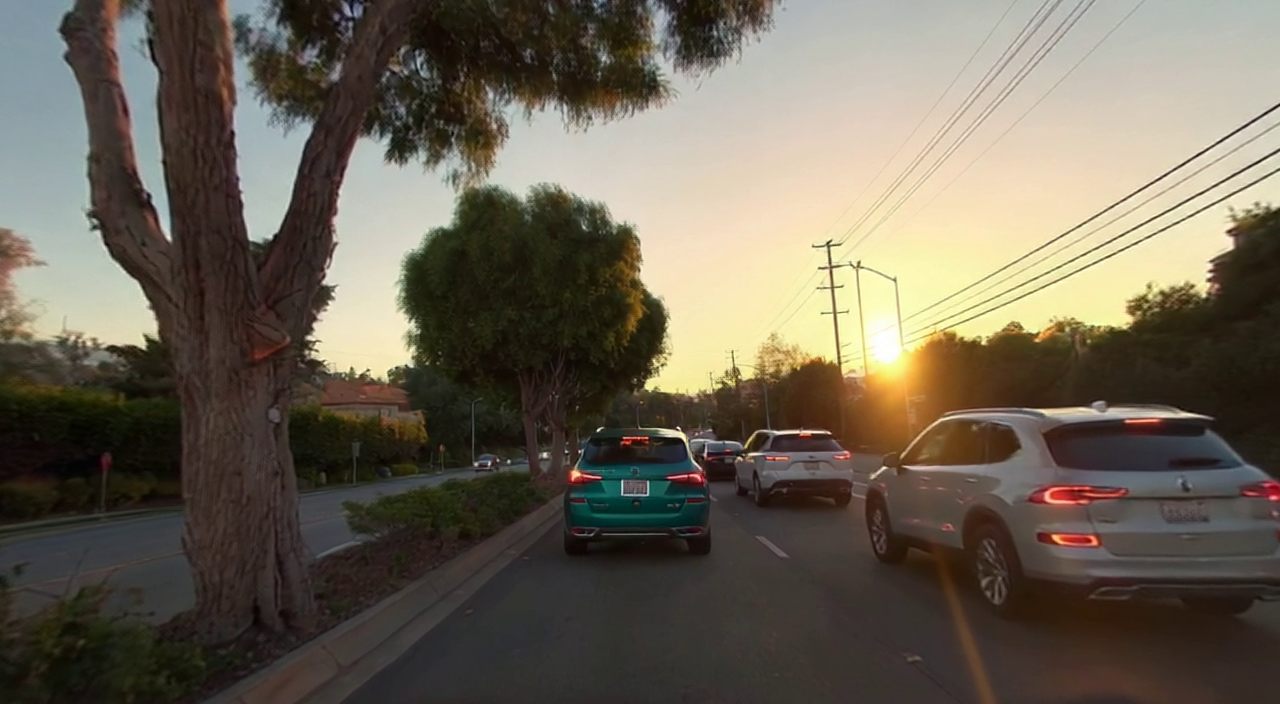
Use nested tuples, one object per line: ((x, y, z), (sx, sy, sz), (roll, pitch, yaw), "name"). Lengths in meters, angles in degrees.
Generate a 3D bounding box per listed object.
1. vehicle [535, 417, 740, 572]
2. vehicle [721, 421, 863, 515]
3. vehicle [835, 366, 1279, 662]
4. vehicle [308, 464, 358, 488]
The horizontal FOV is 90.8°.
((-0.069, 1.846, 8.987), (2.199, 1.641, 4.232), (0, -8, -1), "vehicle")
((3.285, 2.622, 14.773), (2.097, 1.818, 4.625), (0, -8, -1), "vehicle")
((3.509, 1.238, 5.840), (2.001, 1.707, 4.250), (0, -8, -1), "vehicle")
((-22.895, 9.251, 47.246), (1.847, 1.554, 3.926), (0, -8, -1), "vehicle")
